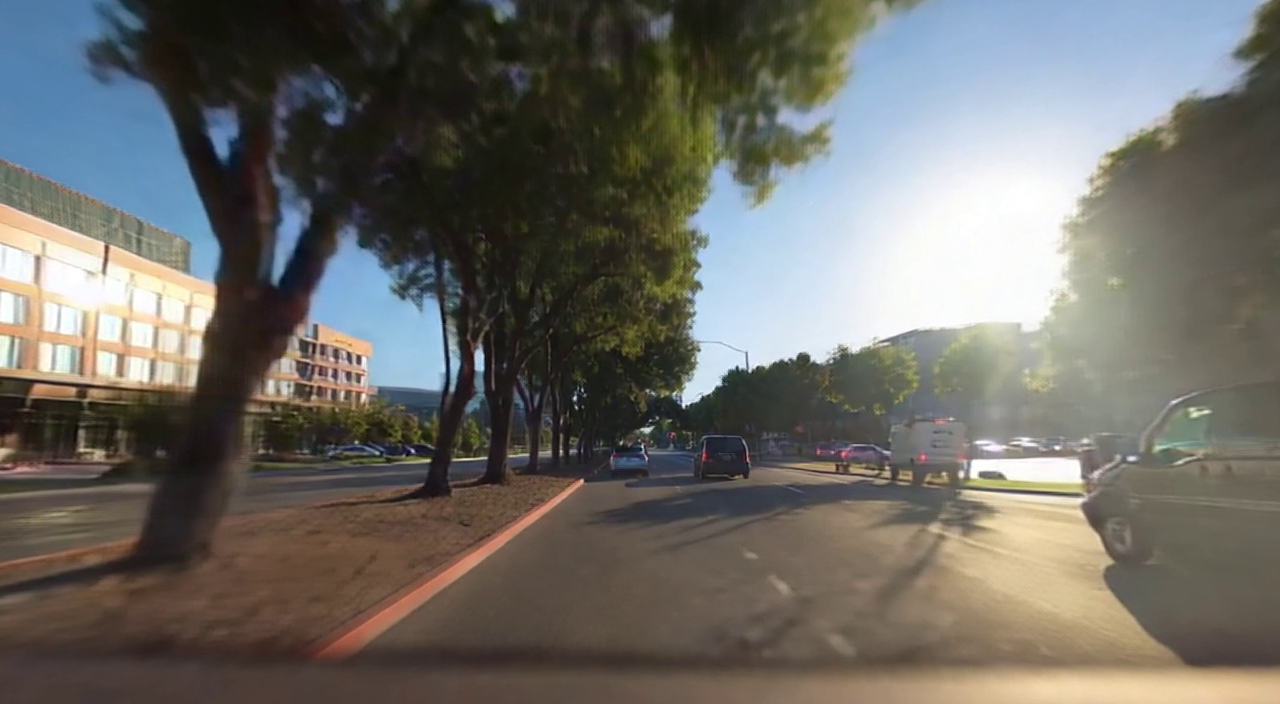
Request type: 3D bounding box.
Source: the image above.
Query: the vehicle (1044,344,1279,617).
[{"bbox_3d":[6.317,0.998,4.911,2.573,2.127,5.568,0,-8,-1],"label":"vehicle"}]

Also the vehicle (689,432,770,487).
[{"bbox_3d":[3.005,3.717,22.118,2.047,1.711,4.265,0,-8,-2],"label":"vehicle"}]

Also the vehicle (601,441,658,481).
[{"bbox_3d":[-0.414,4.297,25.243,2.095,1.456,3.873,0,-8,-1],"label":"vehicle"}]

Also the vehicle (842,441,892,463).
[{"bbox_3d":[17.100,7.561,47.862,2.065,1.603,4.264,0,-8,-3],"label":"vehicle"}]

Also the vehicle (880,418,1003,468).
[{"bbox_3d":[17.642,5.355,37.150,5.907,2.777,2.431,0,-8,-2],"label":"vehicle"}]
